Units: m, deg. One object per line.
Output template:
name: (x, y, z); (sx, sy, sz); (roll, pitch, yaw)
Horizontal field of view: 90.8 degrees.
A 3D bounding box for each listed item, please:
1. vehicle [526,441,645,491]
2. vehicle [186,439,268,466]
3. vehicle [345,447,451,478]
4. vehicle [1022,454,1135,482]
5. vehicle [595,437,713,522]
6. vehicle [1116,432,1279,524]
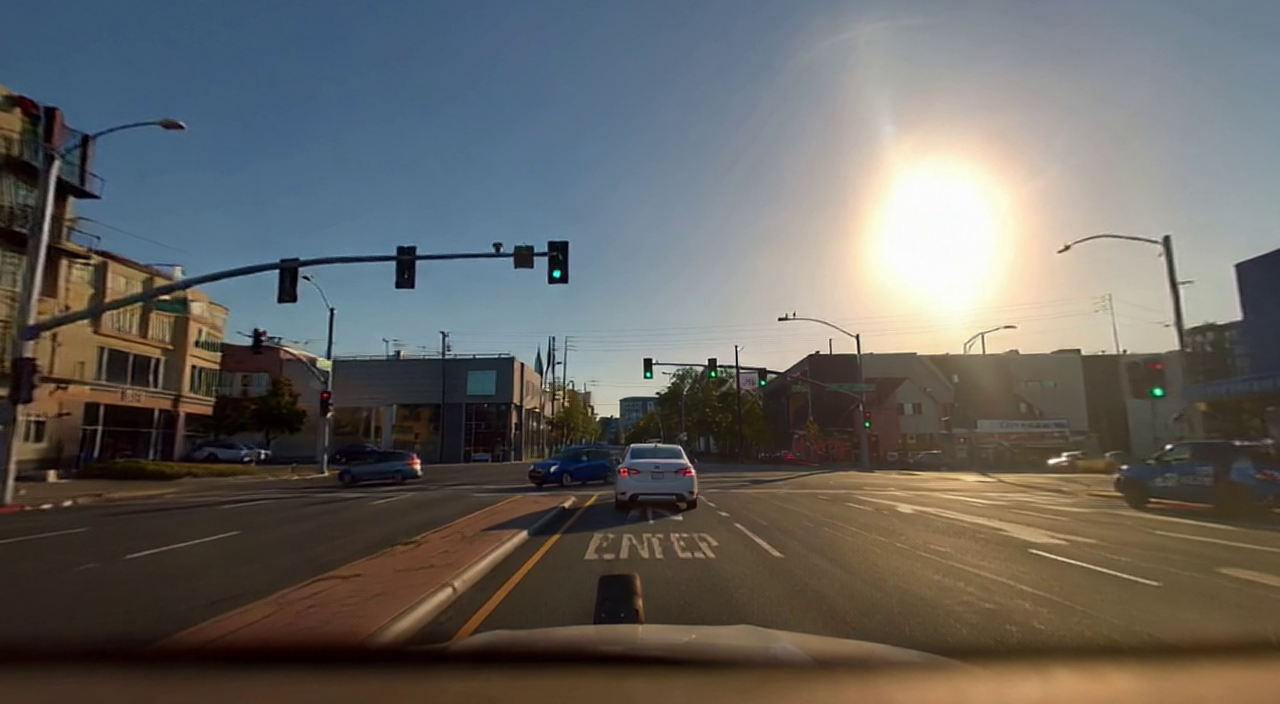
vehicle: (-1.997, 3.853, 21.732); (2.213, 1.489, 4.626); (5, -10, -31)
vehicle: (-30.508, 7.415, 46.816); (1.999, 1.702, 4.557); (-2, -7, 29)
vehicle: (-11.904, 5.414, 31.207); (4.531, 1.434, 1.841); (-2, -9, 10)
vehicle: (23.768, 6.278, 34.357); (4.684, 1.412, 1.995); (0, -9, -2)
vehicle: (0.279, 2.571, 13.263); (2.067, 1.471, 4.241); (0, -9, 1)
vehicle: (13.927, 2.696, 13.801); (2.309, 1.819, 5.793); (1, -9, -3)
